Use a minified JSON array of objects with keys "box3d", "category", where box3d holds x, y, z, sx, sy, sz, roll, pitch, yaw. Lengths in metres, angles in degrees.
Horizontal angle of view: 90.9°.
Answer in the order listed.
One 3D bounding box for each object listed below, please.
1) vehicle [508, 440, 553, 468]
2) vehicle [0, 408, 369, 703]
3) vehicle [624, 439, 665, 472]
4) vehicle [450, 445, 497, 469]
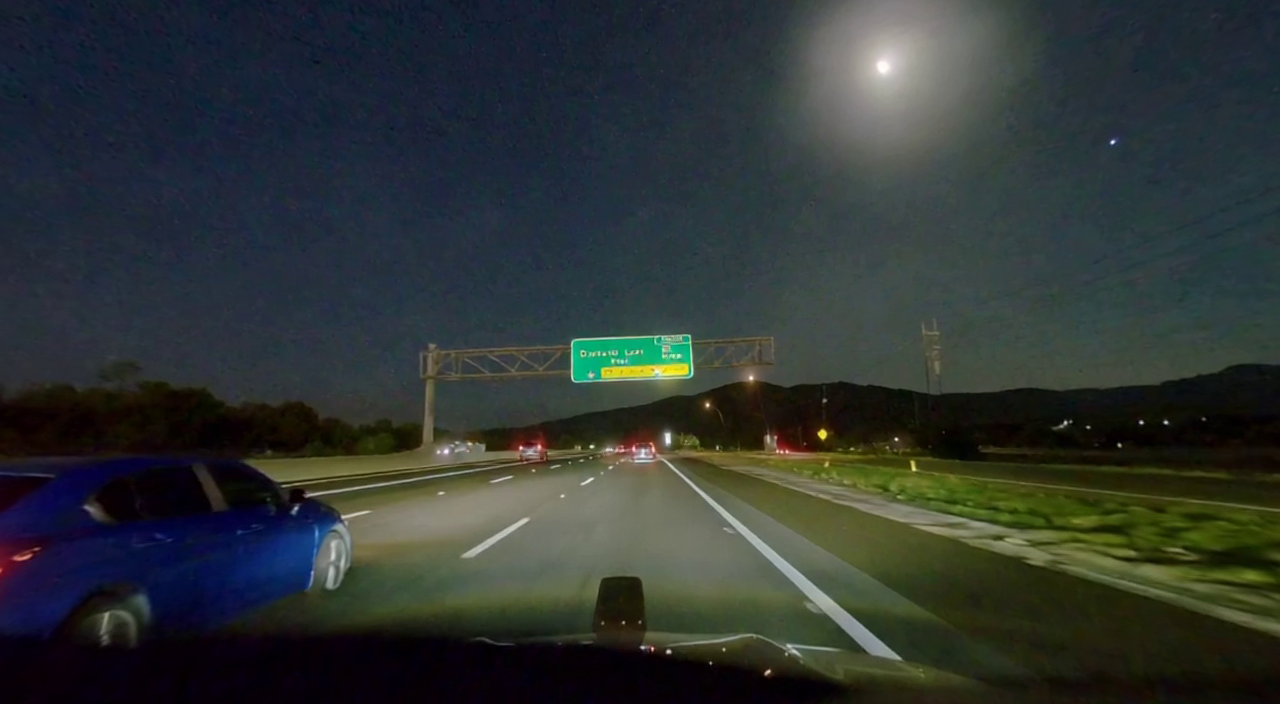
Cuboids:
[{"box3d":[-7.224,6.778,42.101,2.091,1.775,4.601,0,-8,1],"category":"vehicle"},{"box3d":[-3.545,1.135,3.461,1.967,1.517,4.808,0,-8,0],"category":"vehicle"},{"box3d":[0.242,5.851,35.945,2.194,1.737,4.127,0,-8,-1],"category":"vehicle"},{"box3d":[-11.126,7.033,42.494,1.938,1.480,4.329,0,-8,1],"category":"vehicle"}]
